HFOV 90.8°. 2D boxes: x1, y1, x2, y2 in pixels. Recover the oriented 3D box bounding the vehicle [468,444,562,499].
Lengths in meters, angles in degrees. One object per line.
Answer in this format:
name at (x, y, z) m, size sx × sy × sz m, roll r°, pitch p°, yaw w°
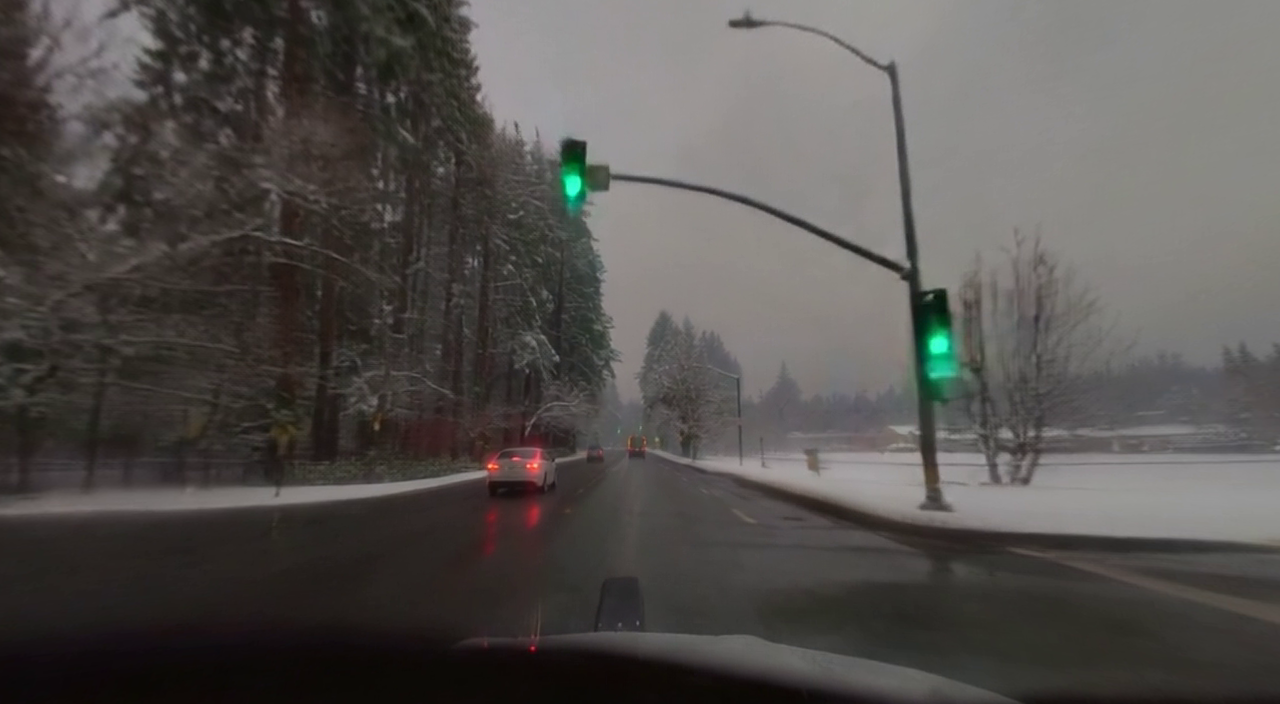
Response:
vehicle at (-3.665, 3.572, 19.410) m, size 1.968 × 1.459 × 4.433 m, roll 0°, pitch -8°, yaw 0°
